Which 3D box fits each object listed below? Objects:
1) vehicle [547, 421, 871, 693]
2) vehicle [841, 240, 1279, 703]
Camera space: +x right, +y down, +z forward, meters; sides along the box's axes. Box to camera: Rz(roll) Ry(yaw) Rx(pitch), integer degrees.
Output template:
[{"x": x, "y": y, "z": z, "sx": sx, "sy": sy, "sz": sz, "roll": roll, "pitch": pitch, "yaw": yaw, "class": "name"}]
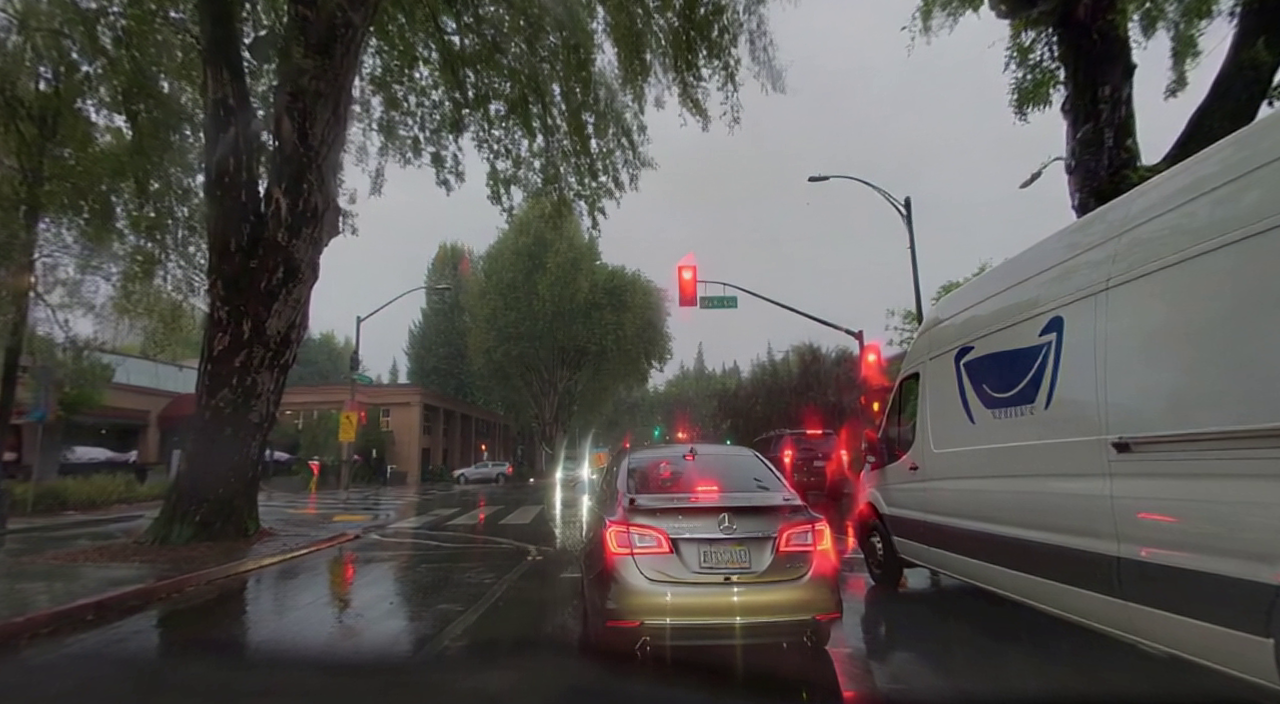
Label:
[{"x": 0.379, "y": 1.587, "z": 5.726, "sx": 1.961, "sy": 1.629, "sz": 3.610, "roll": 1, "pitch": -10, "yaw": -2, "class": "vehicle"}, {"x": 2.851, "y": 0.890, "z": 2.910, "sx": 2.054, "sy": 1.965, "sz": 5.248, "roll": 1, "pitch": -11, "yaw": -1, "class": "vehicle"}]
